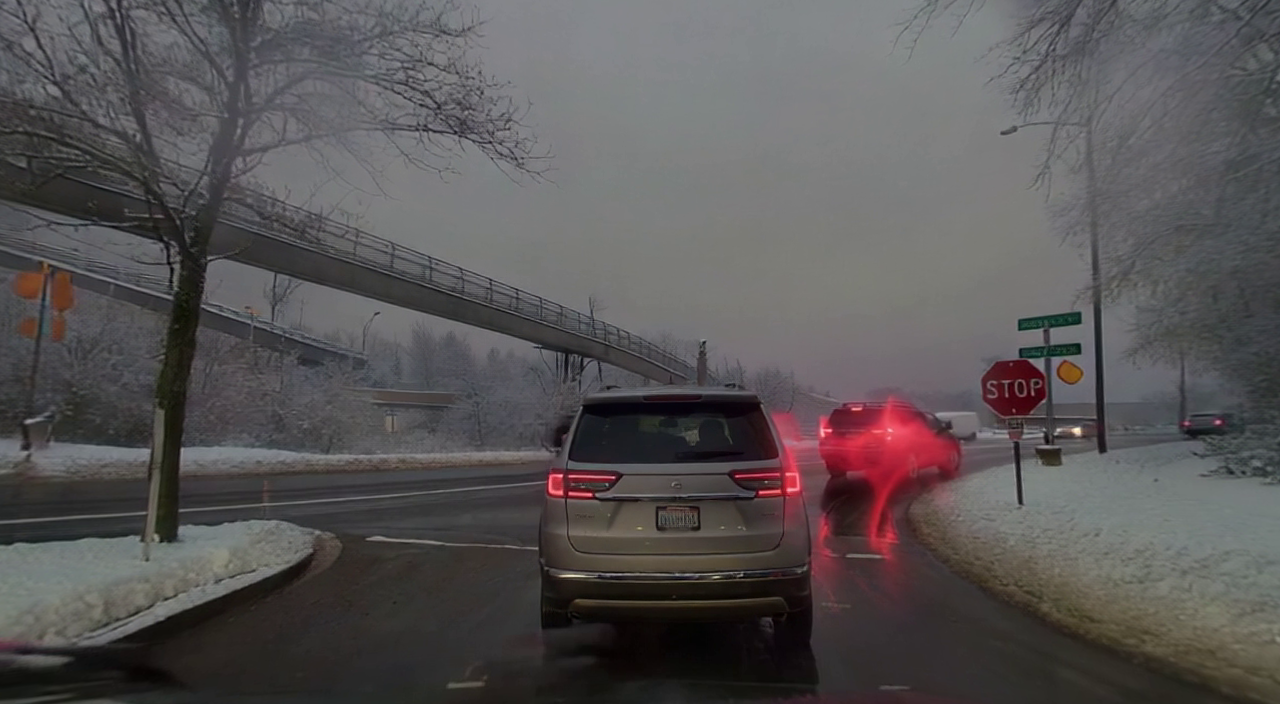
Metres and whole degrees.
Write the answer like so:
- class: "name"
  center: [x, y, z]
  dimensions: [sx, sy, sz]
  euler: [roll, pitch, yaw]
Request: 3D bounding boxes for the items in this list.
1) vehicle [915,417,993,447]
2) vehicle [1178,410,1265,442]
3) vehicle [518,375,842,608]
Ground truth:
- class: "vehicle"
  center: [19.366, 4.965, 38.899]
  dimensions: [4.557, 1.712, 1.913]
  euler: [4, -10, -28]
- class: "vehicle"
  center: [36.097, 4.638, 39.100]
  dimensions: [5.166, 1.791, 2.131]
  euler: [4, -10, -27]
- class: "vehicle"
  center: [0.313, 1.406, 7.132]
  dimensions: [2.494, 1.804, 4.336]
  euler: [0, -9, 0]
